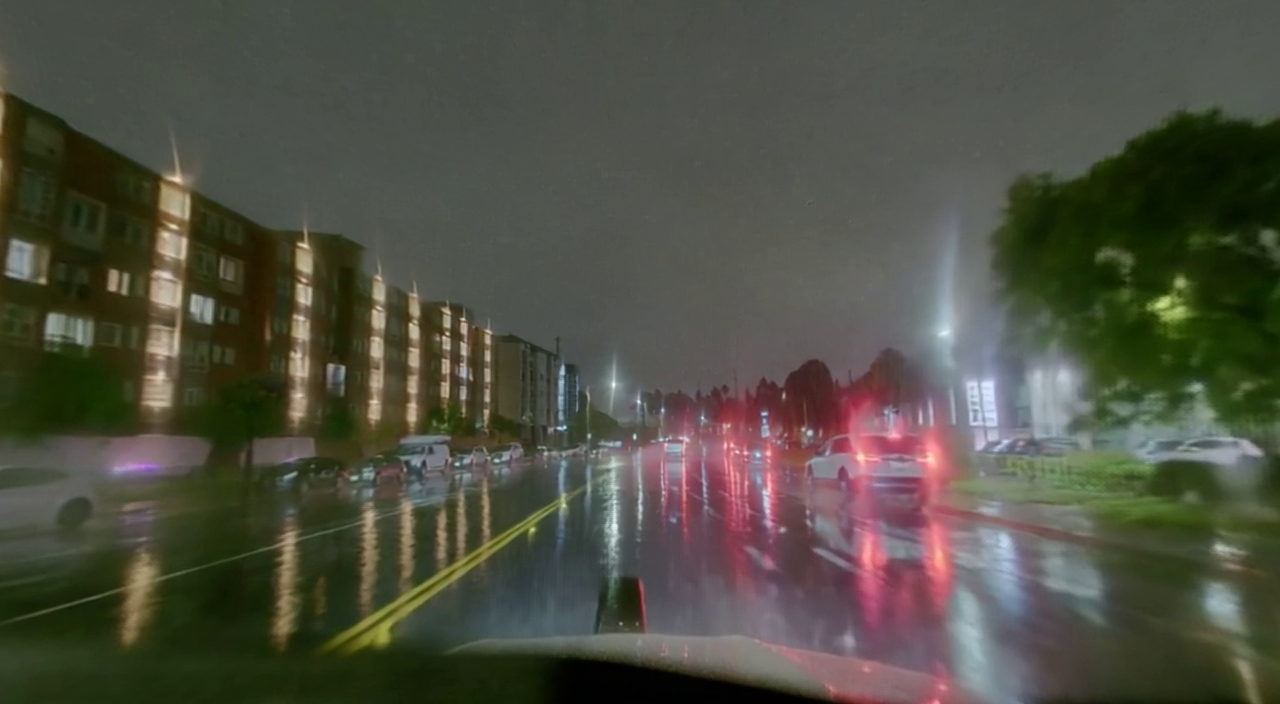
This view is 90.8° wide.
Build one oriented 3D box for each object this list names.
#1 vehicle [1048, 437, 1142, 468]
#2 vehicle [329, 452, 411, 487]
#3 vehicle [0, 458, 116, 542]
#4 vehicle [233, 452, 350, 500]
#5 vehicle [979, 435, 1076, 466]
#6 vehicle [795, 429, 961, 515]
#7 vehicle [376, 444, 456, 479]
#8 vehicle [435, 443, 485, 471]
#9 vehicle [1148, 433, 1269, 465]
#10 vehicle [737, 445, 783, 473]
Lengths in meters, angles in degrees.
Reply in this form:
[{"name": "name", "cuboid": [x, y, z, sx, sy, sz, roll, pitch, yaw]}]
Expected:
[{"name": "vehicle", "cuboid": [22.764, 5.041, 31.790, 1.797, 1.425, 3.794, 0, -8, -2]}, {"name": "vehicle", "cuboid": [-12.347, 5.361, 29.205, 1.723, 1.418, 4.359, 0, -8, 2]}, {"name": "vehicle", "cuboid": [-12.602, 2.739, 11.611, 1.889, 1.461, 4.608, 0, -8, 2]}, {"name": "vehicle", "cuboid": [-12.259, 4.350, 22.529, 1.926, 1.499, 3.869, 0, -8, 0]}, {"name": "vehicle", "cuboid": [19.797, 5.060, 32.545, 2.008, 1.489, 4.775, 0, -8, 1]}, {"name": "vehicle", "cuboid": [5.642, 2.906, 15.943, 2.102, 1.781, 5.470, 0, -8, 1]}, {"name": "vehicle", "cuboid": [-12.450, 6.112, 35.654, 2.290, 1.799, 5.801, 0, -8, 2]}, {"name": "vehicle", "cuboid": [-12.214, 7.146, 43.235, 2.001, 1.836, 4.471, 0, -8, 2]}, {"name": "vehicle", "cuboid": [28.412, 4.873, 31.817, 1.790, 1.460, 4.515, 0, -8, -2]}, {"name": "vehicle", "cuboid": [6.689, 5.990, 35.714, 1.947, 1.487, 4.549, 0, -8, 3]}]
